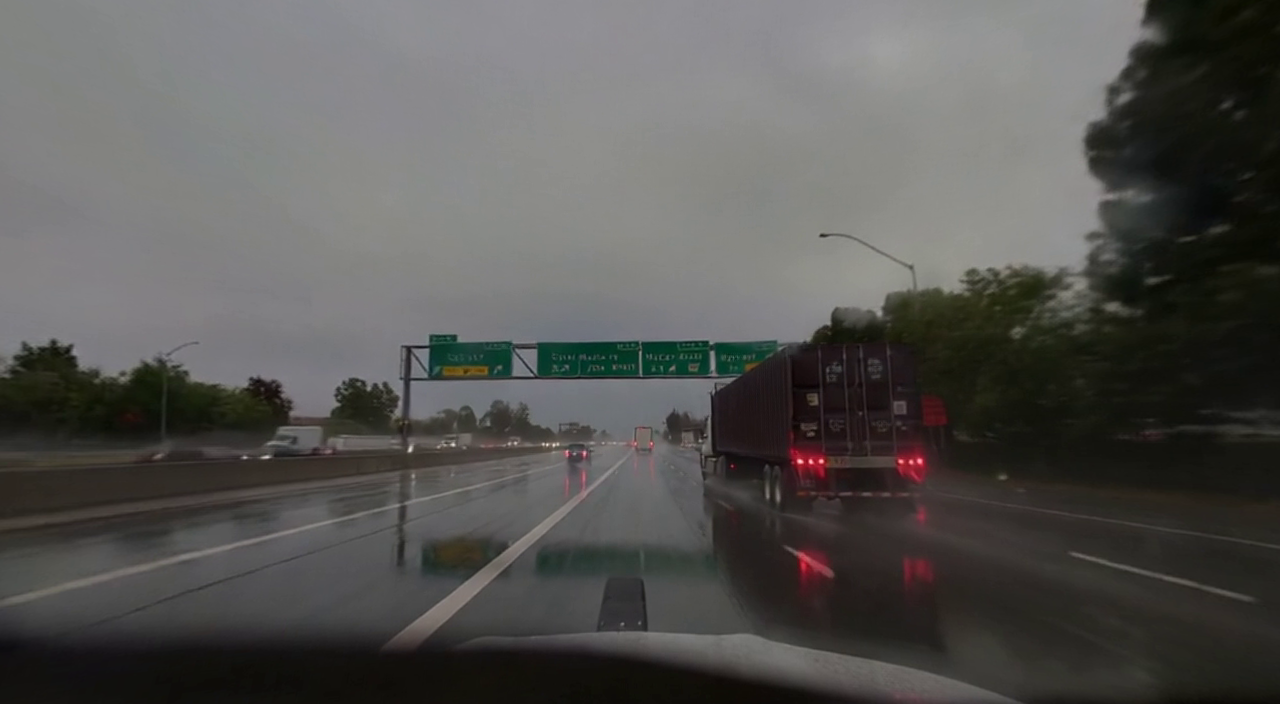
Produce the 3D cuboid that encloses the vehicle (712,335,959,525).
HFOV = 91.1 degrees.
[{"bbox_3d":[4.075,2.146,16.549,3.049,3.395,10.595,0,-8,0],"label":"vehicle"}]

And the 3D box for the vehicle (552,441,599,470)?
[{"bbox_3d":[-3.607,5.932,36.072,2.143,1.529,4.918,0,-9,1],"label":"vehicle"}]

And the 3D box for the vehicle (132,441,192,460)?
[{"bbox_3d":[-37.530,7.737,49.369,1.855,1.448,3.597,1,-9,-1],"label":"vehicle"}]

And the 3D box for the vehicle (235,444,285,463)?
[{"bbox_3d":[-29.633,7.897,49.029,1.656,1.396,3.537,0,-8,0],"label":"vehicle"}]

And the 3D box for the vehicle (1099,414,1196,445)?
[{"bbox_3d":[28.647,4.417,35.612,1.928,1.603,4.315,1,-7,0],"label":"vehicle"}]
